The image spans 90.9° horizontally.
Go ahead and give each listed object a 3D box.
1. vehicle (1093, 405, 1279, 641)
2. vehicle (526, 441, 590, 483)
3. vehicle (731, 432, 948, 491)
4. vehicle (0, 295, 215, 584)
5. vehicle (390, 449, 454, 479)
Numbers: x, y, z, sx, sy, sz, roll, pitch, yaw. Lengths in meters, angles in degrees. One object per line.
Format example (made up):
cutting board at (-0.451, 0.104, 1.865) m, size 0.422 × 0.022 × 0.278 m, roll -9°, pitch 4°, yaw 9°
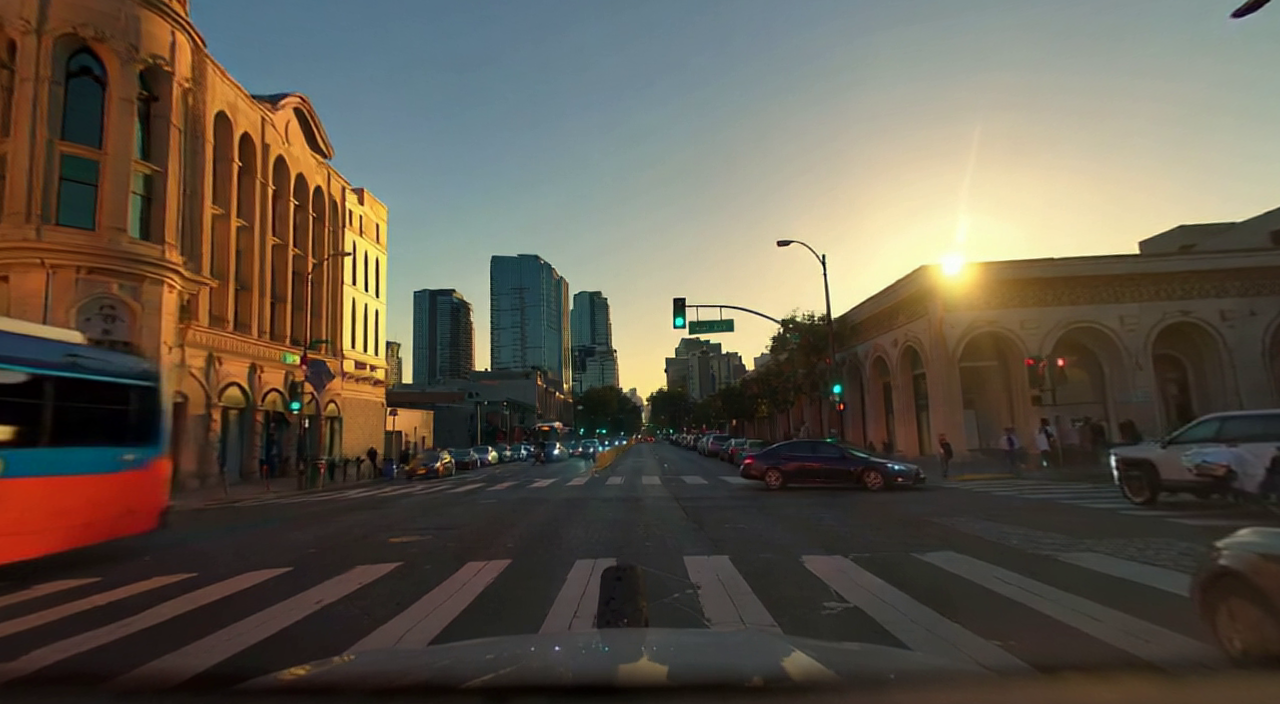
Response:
vehicle at (5.025, 0.984, 3.274) m, size 1.912 × 1.505 × 4.889 m, roll -1°, pitch -8°, yaw 3°
vehicle at (-3.017, 4.162, 24.217) m, size 1.904 × 1.402 × 4.759 m, roll 0°, pitch -8°, yaw -1°
vehicle at (5.392, 3.016, 17.598) m, size 5.388 × 1.465 × 2.050 m, roll -2°, pitch -9°, yaw 15°
vehicle at (-9.026, 0.928, 6.733) m, size 2.763 × 3.411 × 8.508 m, roll 0°, pitch -8°, yaw 2°
vehicle at (-11.924, 6.116, 34.804) m, size 1.998 × 1.505 × 4.405 m, roll 0°, pitch -8°, yaw 0°
